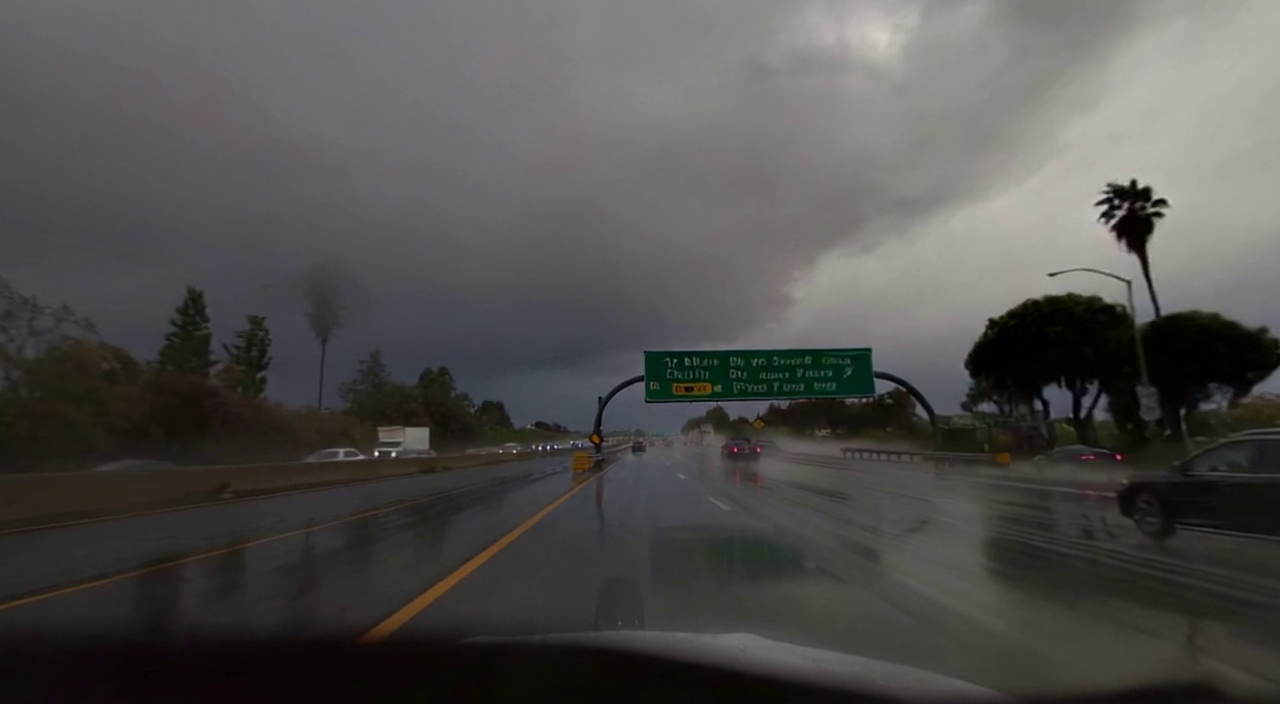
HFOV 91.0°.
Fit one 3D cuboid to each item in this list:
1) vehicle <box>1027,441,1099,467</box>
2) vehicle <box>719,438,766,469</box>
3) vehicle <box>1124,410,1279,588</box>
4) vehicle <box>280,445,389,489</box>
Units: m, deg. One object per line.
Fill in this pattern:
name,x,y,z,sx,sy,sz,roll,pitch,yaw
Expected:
vehicle,28.260,6.792,42.258,1.961,1.641,4.335,-1,-8,3
vehicle,5.916,5.901,36.642,2.035,1.704,3.867,0,-8,0
vehicle,6.845,1.287,5.374,1.902,1.623,4.360,0,-8,0
vehicle,-12.275,4.623,25.725,1.946,1.614,4.913,0,-8,0
